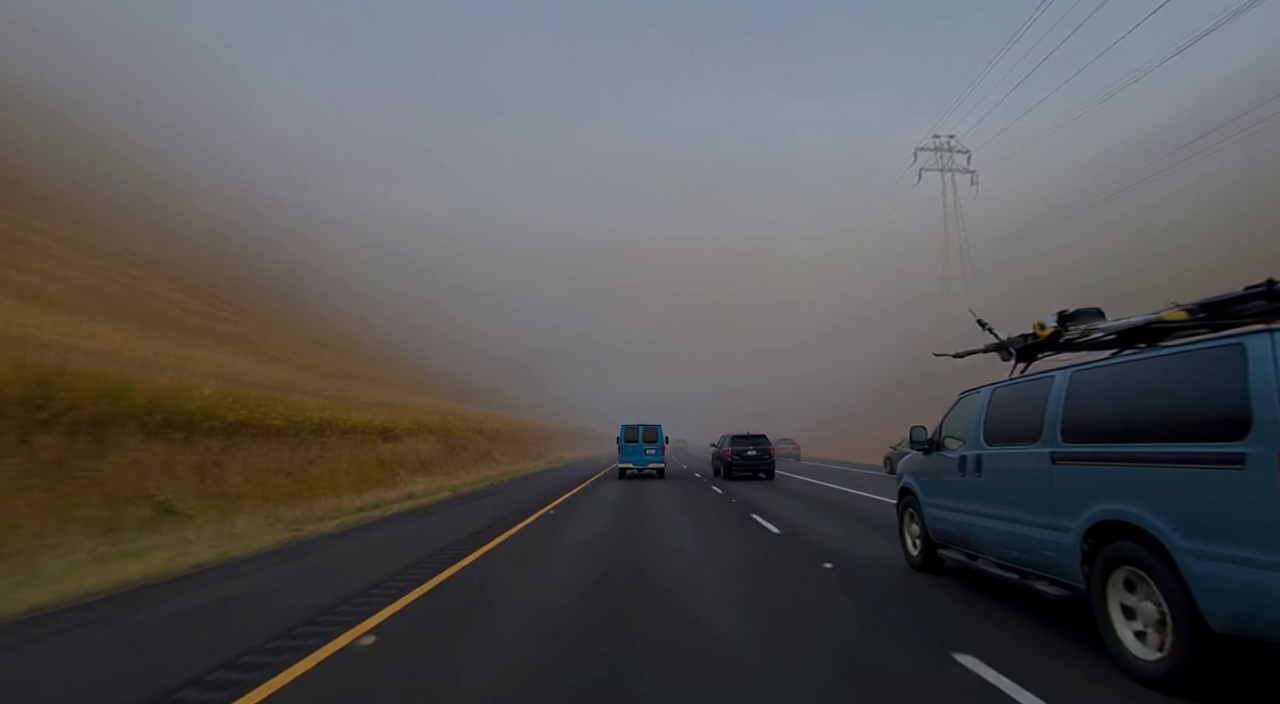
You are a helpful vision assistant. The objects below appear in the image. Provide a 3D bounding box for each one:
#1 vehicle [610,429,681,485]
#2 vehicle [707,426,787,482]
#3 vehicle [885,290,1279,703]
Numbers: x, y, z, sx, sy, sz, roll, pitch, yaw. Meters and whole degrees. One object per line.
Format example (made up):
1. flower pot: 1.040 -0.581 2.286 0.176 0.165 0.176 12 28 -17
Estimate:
1. vehicle: 0.186 3.676 22.372 2.268 1.772 4.523 0 -8 1
2. vehicle: 3.777 3.717 23.138 2.139 1.821 4.480 0 -8 0
3. vehicle: 3.895 0.882 3.641 2.691 1.901 5.744 0 -8 1
